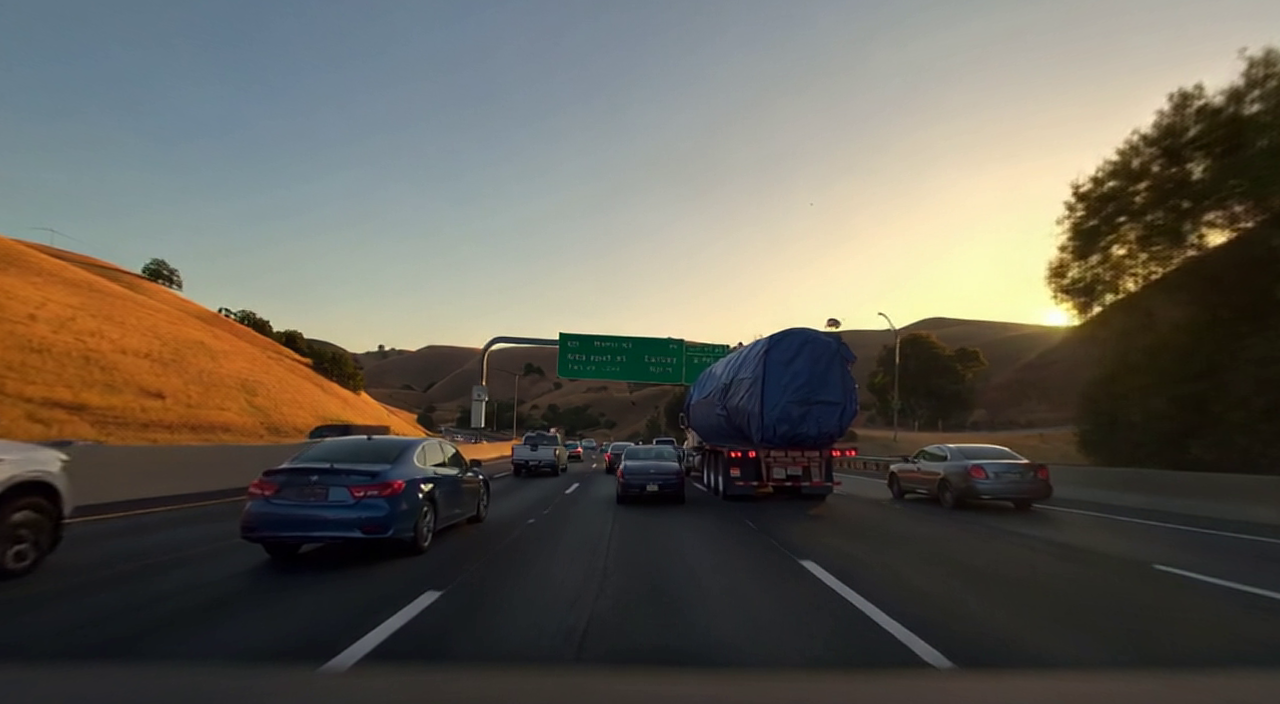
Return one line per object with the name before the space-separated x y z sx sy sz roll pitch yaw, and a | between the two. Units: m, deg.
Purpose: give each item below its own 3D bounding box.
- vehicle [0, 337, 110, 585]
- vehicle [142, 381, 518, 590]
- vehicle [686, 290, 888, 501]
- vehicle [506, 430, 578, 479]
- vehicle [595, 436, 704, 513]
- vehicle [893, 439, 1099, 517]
vehicle | -7.559 0.666 3.454 3.150 2.303 7.133 0 -8 -1
vehicle | -3.351 1.603 8.515 2.318 1.902 5.374 0 -8 0
vehicle | 3.199 1.580 17.640 2.759 4.098 10.906 0 -8 -1
vehicle | -3.933 4.197 26.173 2.348 1.821 5.061 0 -8 -2
vehicle | 0.137 2.658 14.206 2.105 1.471 3.978 0 -8 -1
vehicle | 7.748 2.739 14.332 2.092 1.495 4.194 0 -8 -2
